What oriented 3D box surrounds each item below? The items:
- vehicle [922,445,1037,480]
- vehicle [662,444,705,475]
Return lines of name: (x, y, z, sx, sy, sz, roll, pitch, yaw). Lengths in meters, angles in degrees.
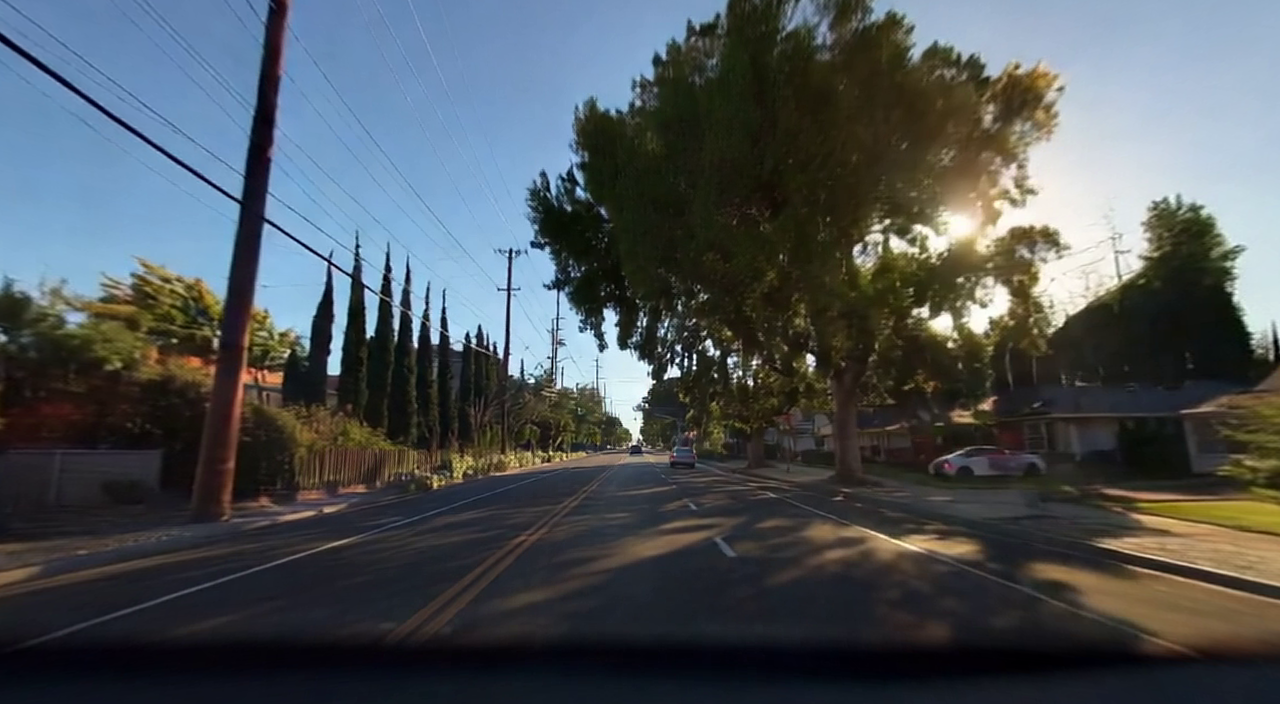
vehicle: (14.526, 4.730, 27.181, 3.838, 1.405, 1.992, 1, -9, -6)
vehicle: (2.228, 5.613, 33.082, 1.975, 1.497, 3.647, 0, -9, 0)
